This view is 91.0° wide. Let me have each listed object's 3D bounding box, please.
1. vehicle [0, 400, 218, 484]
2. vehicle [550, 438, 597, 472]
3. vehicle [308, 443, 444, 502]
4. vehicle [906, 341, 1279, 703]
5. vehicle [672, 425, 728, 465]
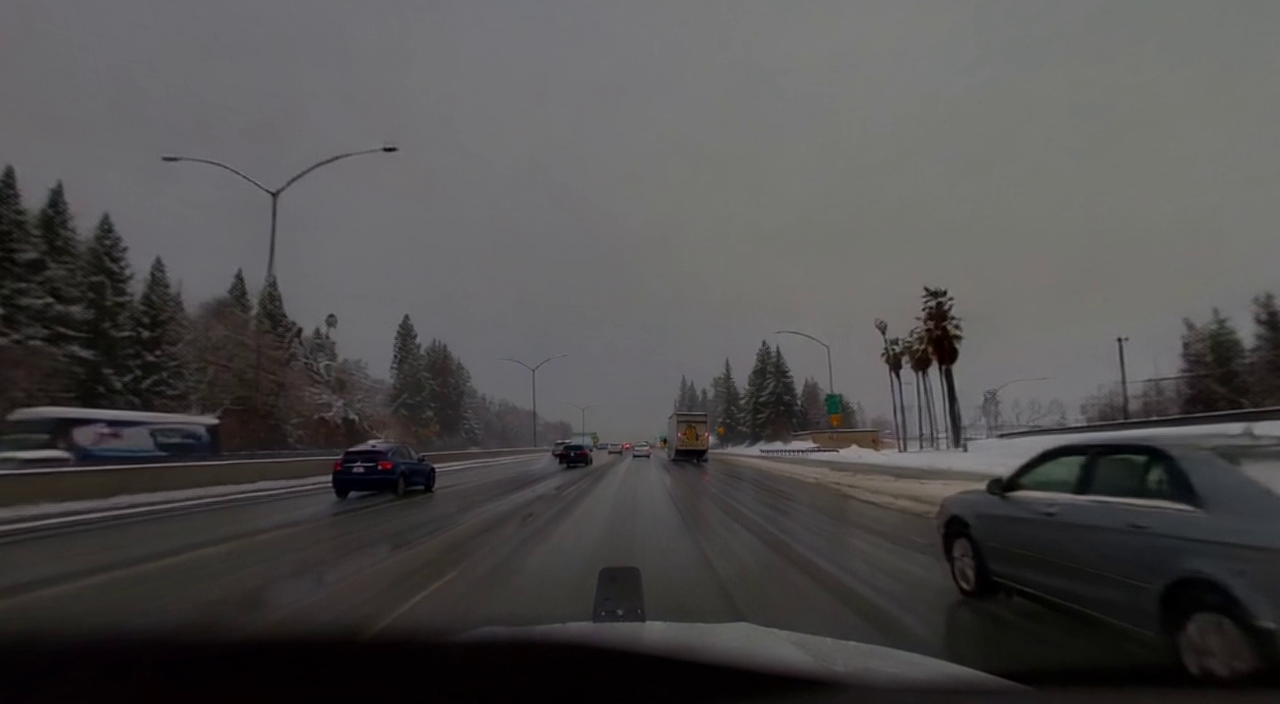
[{"bbox_3d":[-31.969,5.388,37.089,2.901,3.928,16.262,0,-9,0],"label":"vehicle"},{"bbox_3d":[-3.467,5.470,33.558,2.017,1.683,4.094,0,-9,0],"label":"vehicle"},{"bbox_3d":[-7.481,3.429,18.409,2.050,1.487,4.372,0,-9,1],"label":"vehicle"},{"bbox_3d":[3.760,1.017,4.062,2.124,1.674,4.494,0,-9,0],"label":"vehicle"},{"bbox_3d":[4.280,7.229,48.741,2.891,2.596,15.534,0,-9,0],"label":"vehicle"}]
